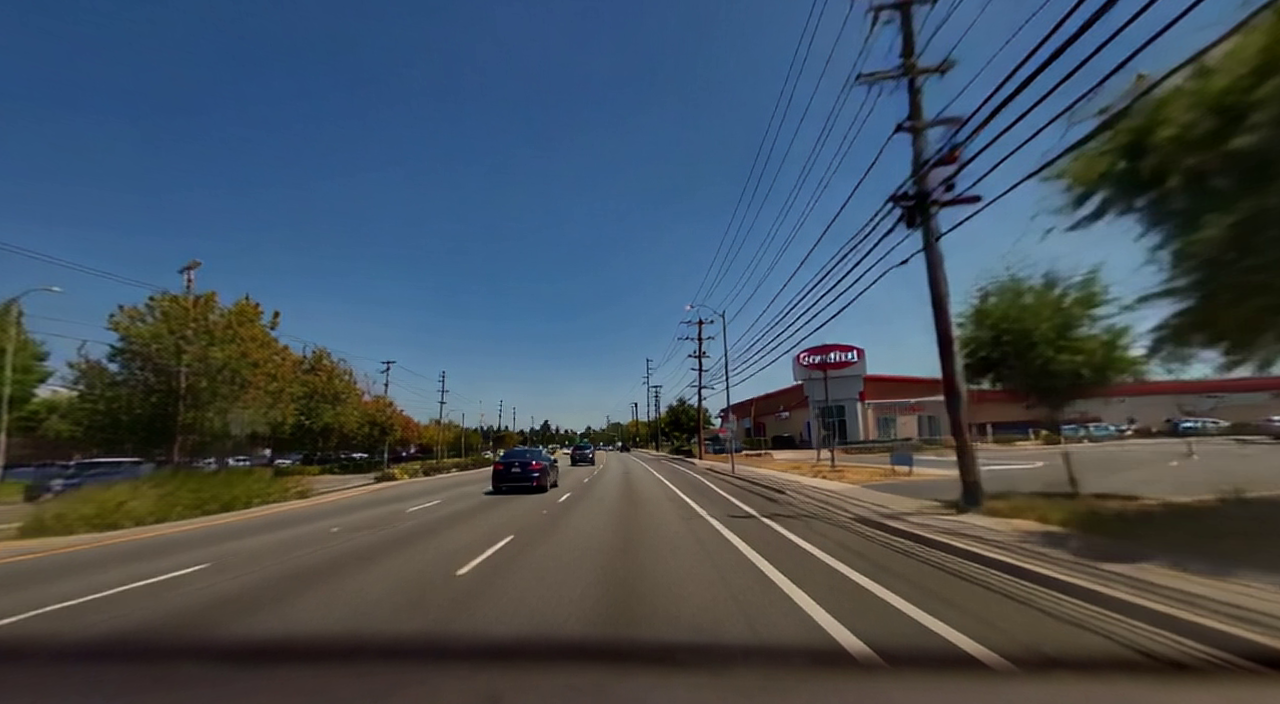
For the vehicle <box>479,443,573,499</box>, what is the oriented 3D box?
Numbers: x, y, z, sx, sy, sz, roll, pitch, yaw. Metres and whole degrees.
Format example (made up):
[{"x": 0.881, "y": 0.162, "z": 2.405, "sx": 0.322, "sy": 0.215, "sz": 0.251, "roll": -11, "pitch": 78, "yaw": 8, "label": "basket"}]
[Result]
[{"x": -3.275, "y": 3.509, "z": 19.021, "sx": 1.942, "sy": 1.469, "sz": 4.426, "roll": 0, "pitch": -9, "yaw": 1, "label": "vehicle"}]

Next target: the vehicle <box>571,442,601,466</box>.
[{"x": -4.225, "y": 8.063, "z": 49.913, "sx": 2.087, "sy": 1.736, "sz": 4.311, "roll": 0, "pitch": -9, "yaw": -1, "label": "vehicle"}]

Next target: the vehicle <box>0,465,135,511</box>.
[{"x": -25.798, "y": 5.996, "z": 28.218, "sx": 1.973, "sy": 1.695, "sz": 4.541, "roll": -2, "pitch": -9, "yaw": 15, "label": "vehicle"}]
